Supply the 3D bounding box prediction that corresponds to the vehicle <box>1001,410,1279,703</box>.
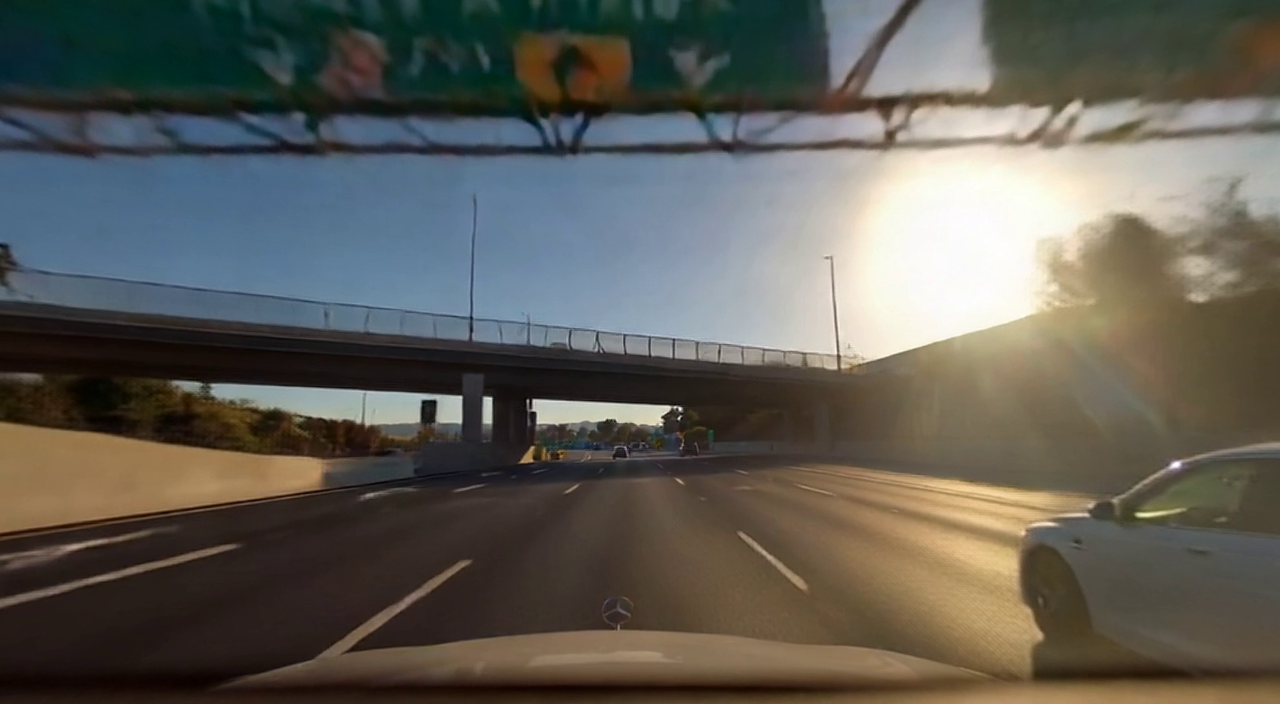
[{"bbox_3d":[3.852,0.924,2.243,2.217,1.477,4.817,0,-8,-1],"label":"vehicle"}]
